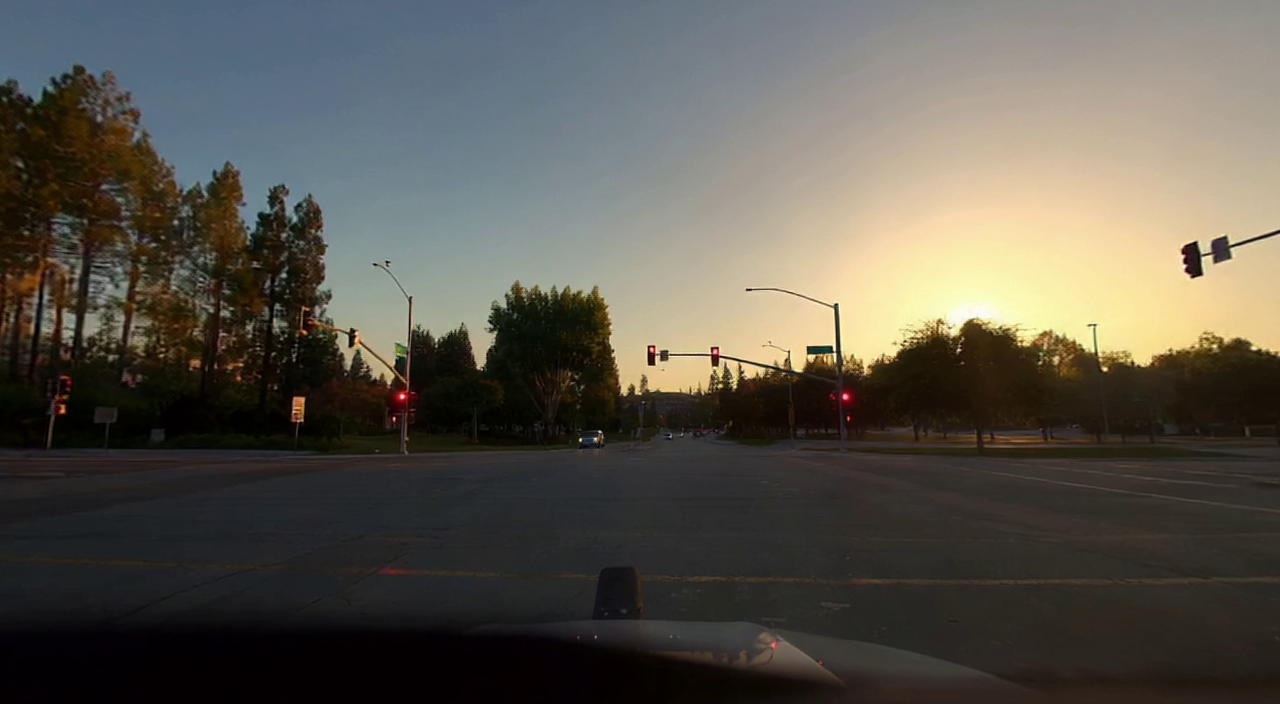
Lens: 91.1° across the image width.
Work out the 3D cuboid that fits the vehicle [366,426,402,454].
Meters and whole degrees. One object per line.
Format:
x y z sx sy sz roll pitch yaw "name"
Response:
-19.972 6.845 48.903 1.873 2.079 2.879 6 -11 -36 "vehicle"
